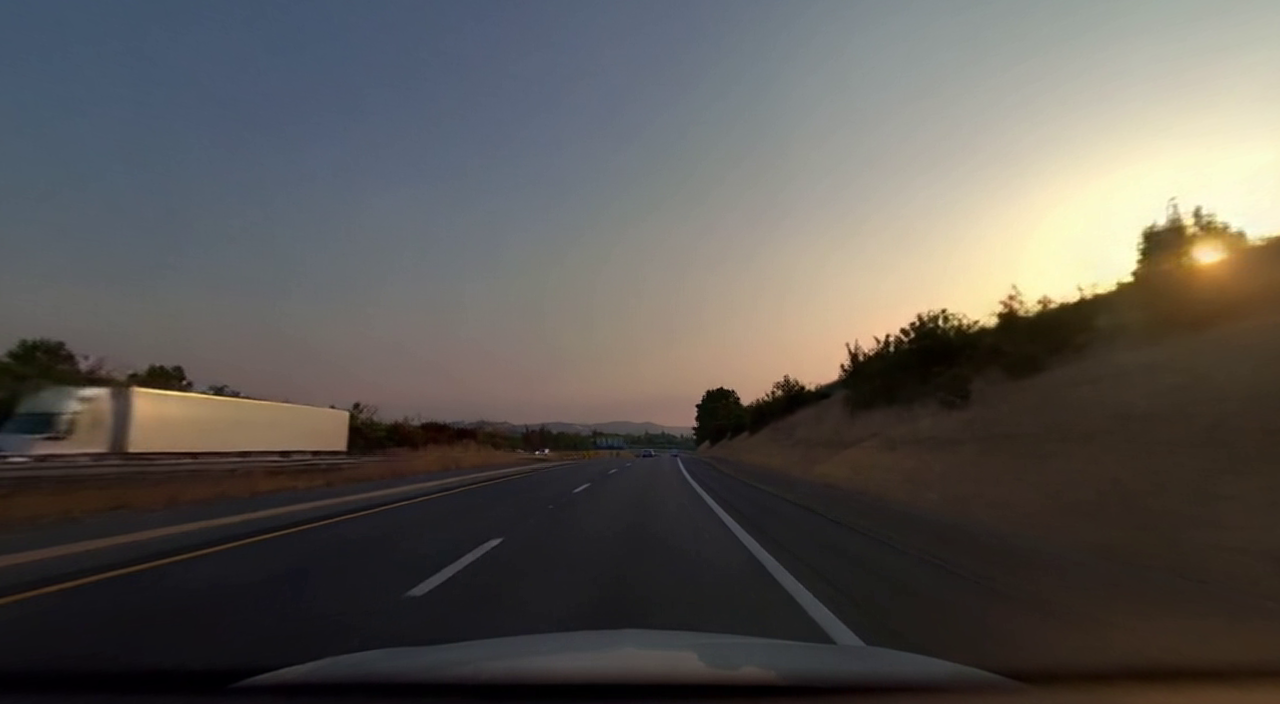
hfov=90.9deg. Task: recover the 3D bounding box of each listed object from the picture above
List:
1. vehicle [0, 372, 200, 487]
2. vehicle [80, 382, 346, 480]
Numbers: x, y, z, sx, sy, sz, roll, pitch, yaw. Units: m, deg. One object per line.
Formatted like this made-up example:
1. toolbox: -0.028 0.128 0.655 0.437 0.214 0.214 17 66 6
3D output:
1. vehicle: -22.738 3.289 25.965 3.026 3.985 7.985 -1 -9 3
2. vehicle: -22.361 4.643 35.632 2.895 4.173 16.603 -1 -9 2
